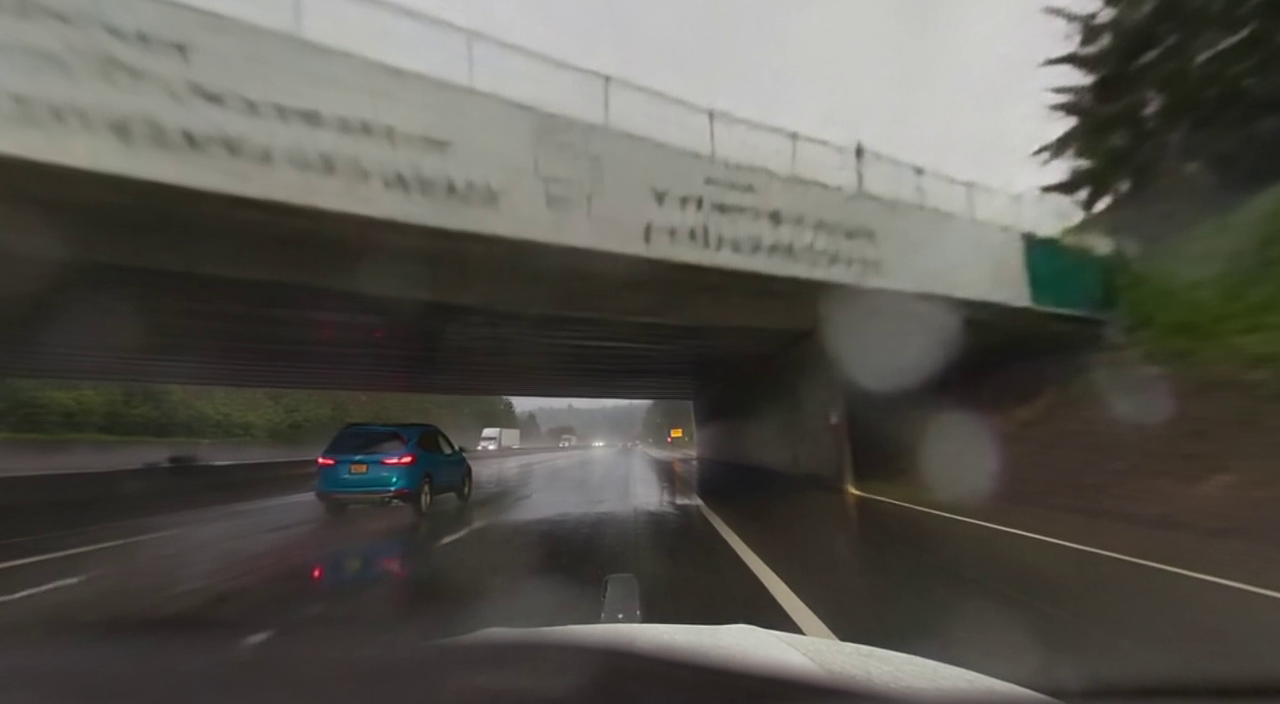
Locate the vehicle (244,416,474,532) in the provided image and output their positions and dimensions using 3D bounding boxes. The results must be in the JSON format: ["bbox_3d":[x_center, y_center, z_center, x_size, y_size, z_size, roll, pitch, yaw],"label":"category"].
[{"bbox_3d":[-4.691,2.093,11.390,2.125,1.662,4.336,0,-8,0],"label":"vehicle"}]
